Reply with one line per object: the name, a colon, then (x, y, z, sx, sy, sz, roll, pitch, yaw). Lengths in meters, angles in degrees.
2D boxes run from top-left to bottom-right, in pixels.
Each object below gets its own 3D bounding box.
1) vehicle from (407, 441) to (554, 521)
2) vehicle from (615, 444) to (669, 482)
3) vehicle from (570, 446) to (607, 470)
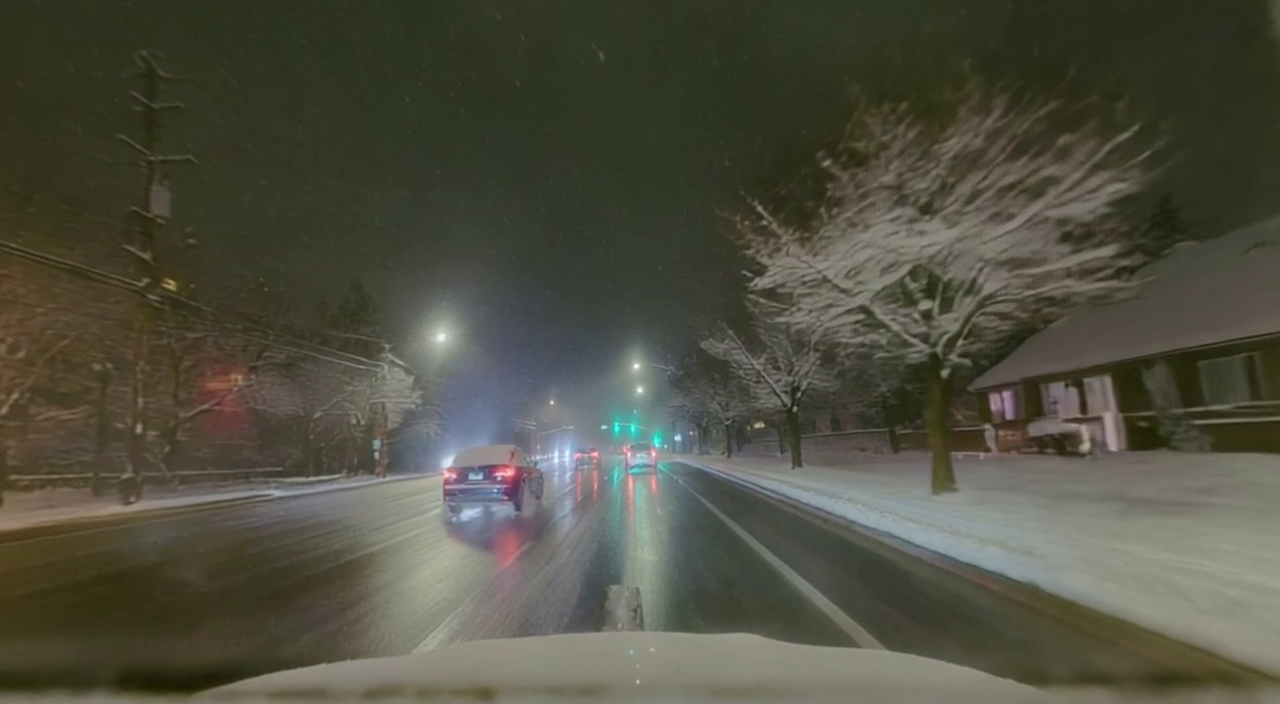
vehicle: (-3.245, 2.706, 13.841, 2.030, 1.467, 4.403, 0, -8, 1)
vehicle: (0.078, 4.542, 26.095, 2.065, 1.456, 4.099, 0, -8, 0)
vehicle: (-3.344, 6.976, 41.766, 2.114, 1.500, 3.912, 0, -8, 0)
